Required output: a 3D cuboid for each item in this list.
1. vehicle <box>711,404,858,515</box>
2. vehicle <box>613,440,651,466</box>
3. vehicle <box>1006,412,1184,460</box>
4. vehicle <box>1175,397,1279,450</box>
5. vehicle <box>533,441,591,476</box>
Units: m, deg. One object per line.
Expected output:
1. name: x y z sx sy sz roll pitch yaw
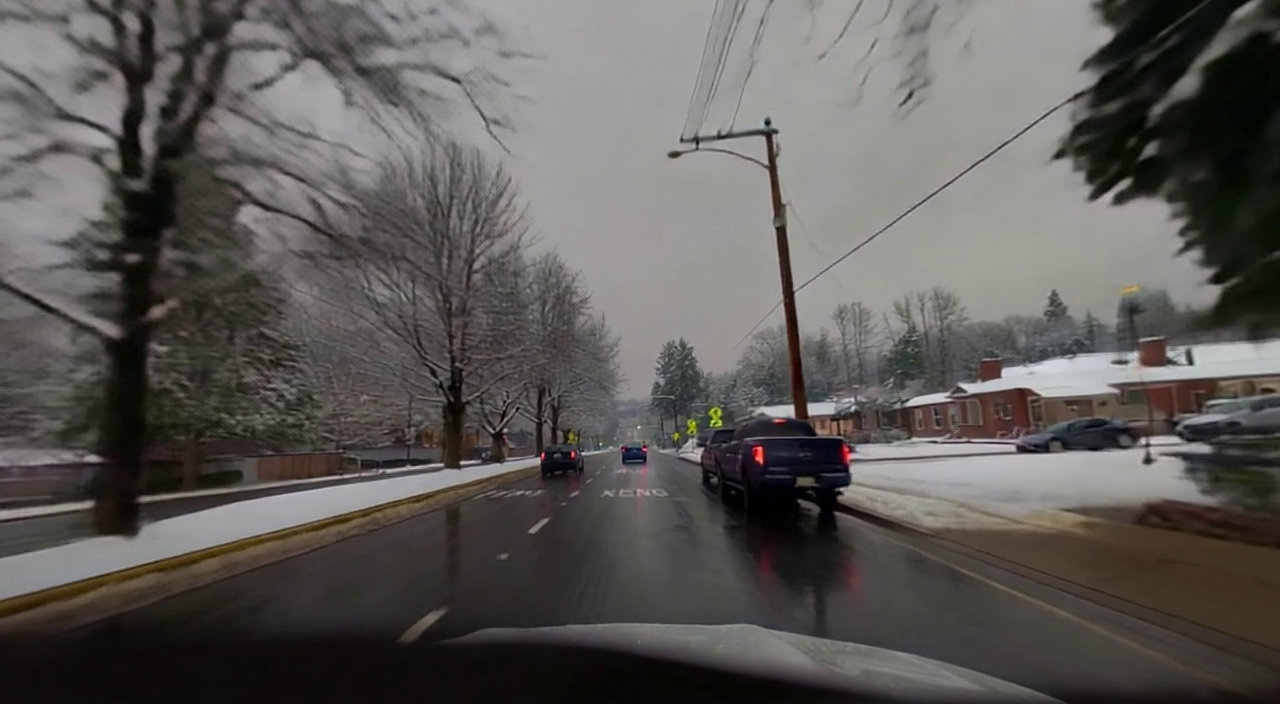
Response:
1. vehicle: 2.986 2.389 14.465 2.072 2.017 5.590 0 -8 0
2. vehicle: -0.482 6.192 38.825 2.187 1.478 4.138 0 -8 -1
3. vehicle: 15.766 2.985 22.135 1.881 1.477 4.617 4 -9 -27
4. vehicle: 21.988 2.505 21.837 2.031 1.732 4.653 4 -9 -24
5. vehicle: -3.493 4.848 28.986 2.083 1.460 4.527 0 -8 0
